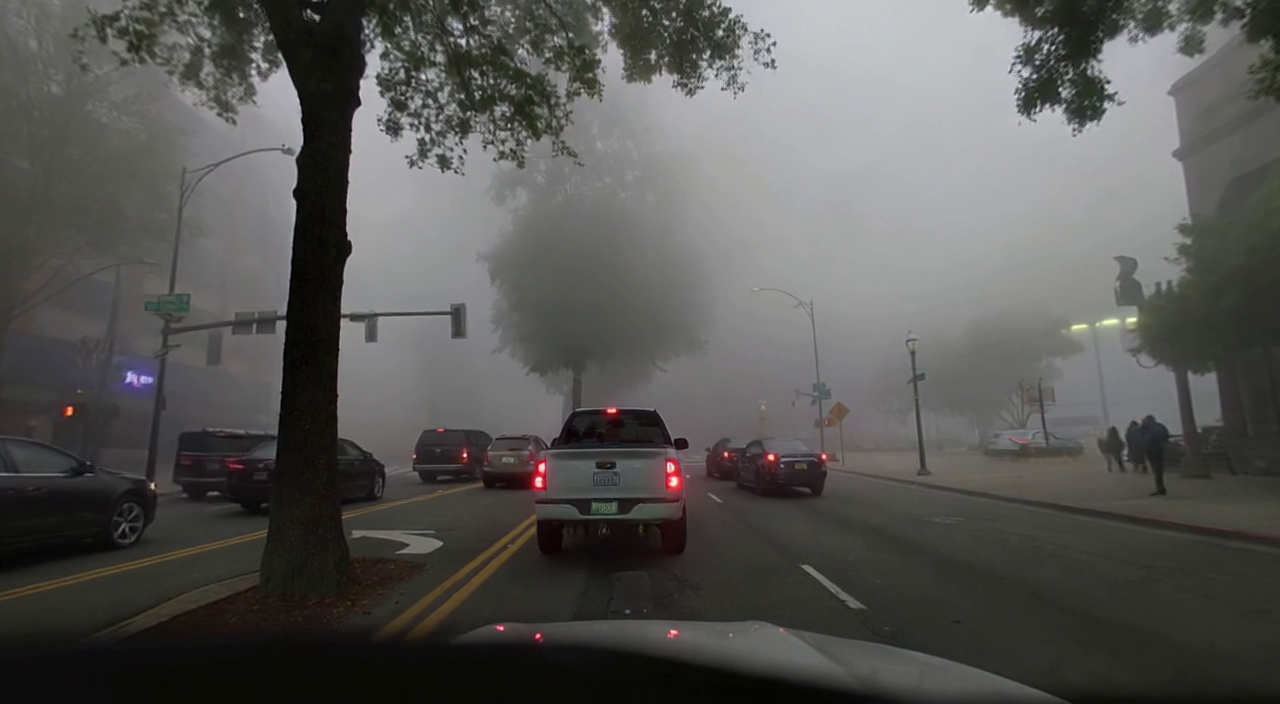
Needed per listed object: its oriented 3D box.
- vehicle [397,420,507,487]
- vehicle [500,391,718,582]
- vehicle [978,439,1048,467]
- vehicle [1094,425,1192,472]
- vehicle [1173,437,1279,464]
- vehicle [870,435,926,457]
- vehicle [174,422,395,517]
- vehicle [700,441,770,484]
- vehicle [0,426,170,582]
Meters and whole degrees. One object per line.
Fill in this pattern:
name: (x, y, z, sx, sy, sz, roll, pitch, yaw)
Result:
vehicle: (-6.470, 3.555, 22.346, 2.496, 2.112, 4.351, 0, -8, 1)
vehicle: (-0.312, 1.597, 8.231, 2.064, 1.817, 4.298, 0, -8, -1)
vehicle: (20.104, 5.407, 33.920, 3.836, 1.443, 1.694, 5, -10, -35)
vehicle: (19.228, 3.662, 24.039, 4.156, 1.622, 1.924, 7, -11, -38)
vehicle: (29.728, 4.944, 31.662, 4.176, 1.313, 1.719, 0, -8, 2)
vehicle: (20.107, 7.322, 49.047, 4.361, 1.653, 2.034, 6, -11, -37)
vehicle: (-7.134, 2.397, 13.375, 1.941, 1.655, 4.503, 0, -8, 2)
vehicle: (3.424, 4.051, 23.511, 2.023, 1.441, 4.240, 0, -8, 1)
vehicle: (-6.965, 1.422, 5.855, 1.831, 1.451, 4.382, 0, -8, -1)
